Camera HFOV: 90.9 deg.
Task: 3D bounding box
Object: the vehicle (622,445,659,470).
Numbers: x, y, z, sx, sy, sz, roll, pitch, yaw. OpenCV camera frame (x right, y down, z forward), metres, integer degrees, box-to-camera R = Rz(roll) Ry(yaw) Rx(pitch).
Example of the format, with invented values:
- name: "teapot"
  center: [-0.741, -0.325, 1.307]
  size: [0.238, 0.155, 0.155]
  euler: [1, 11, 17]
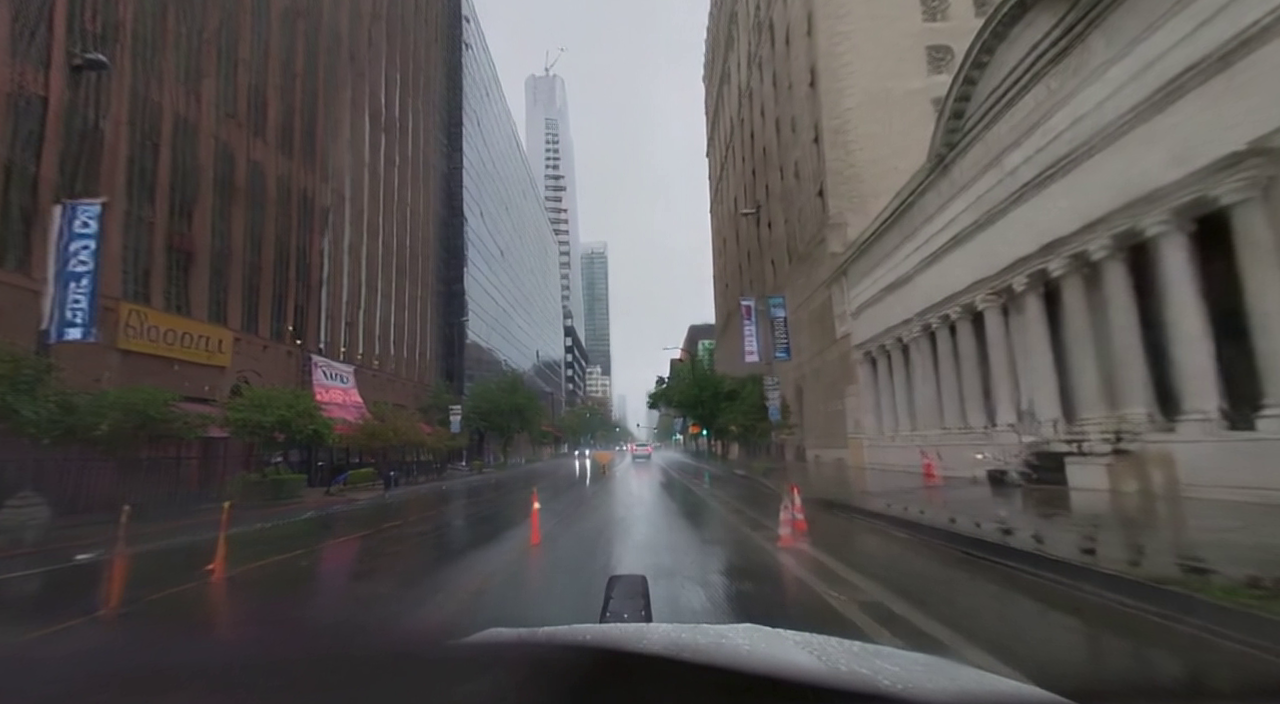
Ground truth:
- name: "vehicle"
  center: [0.015, 6.613, 39.799]
  size: [2.216, 1.492, 4.725]
  euler: [0, -9, 0]
